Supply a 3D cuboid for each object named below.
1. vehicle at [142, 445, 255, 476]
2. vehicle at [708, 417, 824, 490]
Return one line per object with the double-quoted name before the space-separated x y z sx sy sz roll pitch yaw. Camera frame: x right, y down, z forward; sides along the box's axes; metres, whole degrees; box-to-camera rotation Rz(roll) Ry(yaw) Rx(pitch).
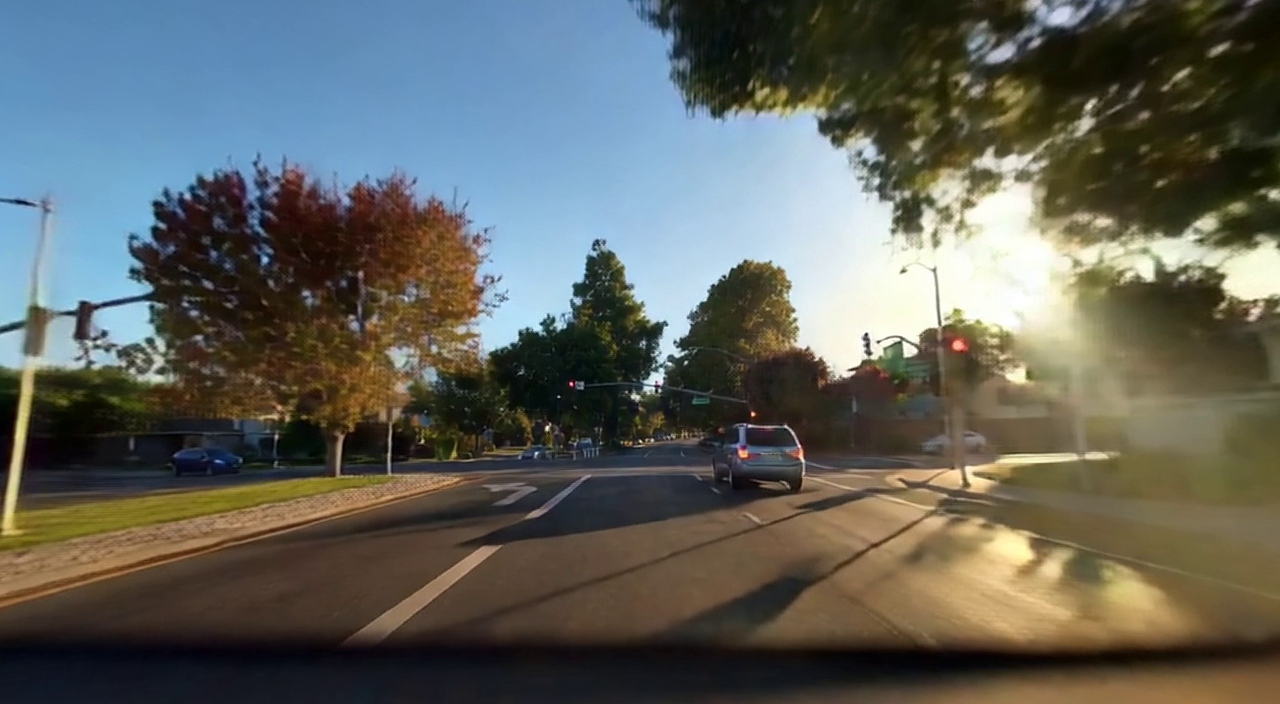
"vehicle" -24.823 6.112 35.649 4.737 1.659 2.042 0 -8 -3
"vehicle" 3.435 2.916 18.390 2.229 1.795 4.927 0 -8 -1
